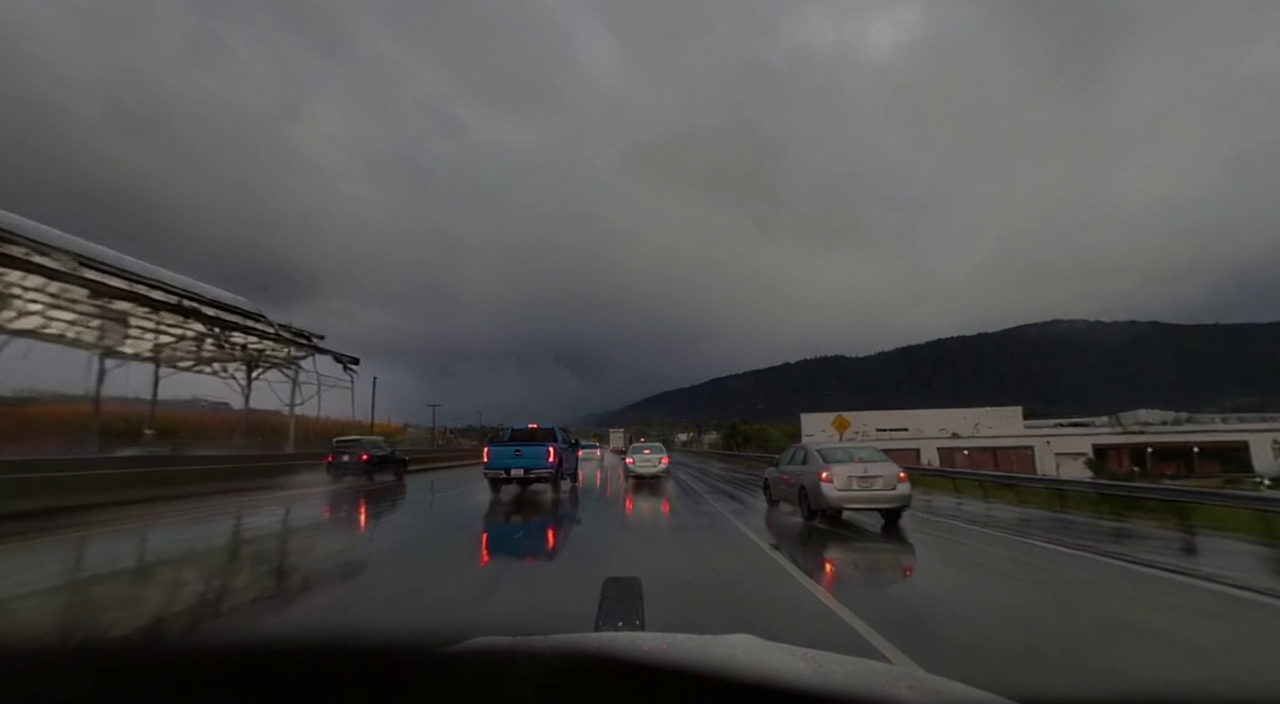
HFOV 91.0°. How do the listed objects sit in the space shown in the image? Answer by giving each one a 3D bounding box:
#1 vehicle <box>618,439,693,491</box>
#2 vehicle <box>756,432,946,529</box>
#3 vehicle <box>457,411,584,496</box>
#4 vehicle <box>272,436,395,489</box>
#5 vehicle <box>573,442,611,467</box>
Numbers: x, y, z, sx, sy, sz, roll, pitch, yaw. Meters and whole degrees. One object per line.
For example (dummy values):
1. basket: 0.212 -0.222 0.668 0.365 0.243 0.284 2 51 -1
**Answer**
1. vehicle: 0.417 3.574 20.302 2.171 1.493 4.081 0 -8 -1
2. vehicle: 3.775 2.391 12.384 2.023 1.510 4.773 0 -9 -1
3. vehicle: -3.436 3.182 20.043 2.733 2.230 6.820 0 -8 0
4. vehicle: -10.897 3.945 22.857 2.137 1.728 4.665 0 -8 -1
5. vehicle: -3.220 6.980 43.057 2.151 1.613 4.786 0 -8 1
